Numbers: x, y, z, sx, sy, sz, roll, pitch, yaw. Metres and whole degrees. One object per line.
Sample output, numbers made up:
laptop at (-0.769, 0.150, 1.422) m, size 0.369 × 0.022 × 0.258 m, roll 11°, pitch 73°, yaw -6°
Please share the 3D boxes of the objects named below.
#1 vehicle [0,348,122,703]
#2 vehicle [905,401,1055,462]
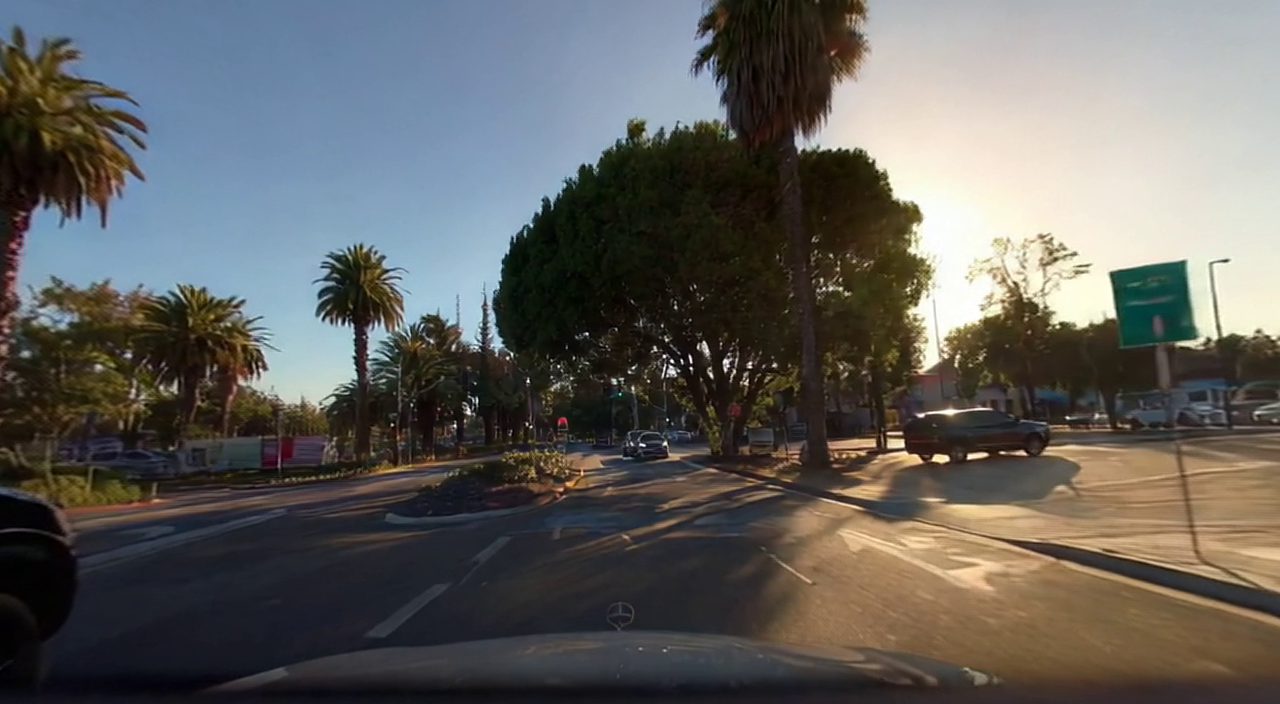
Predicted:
vehicle at (-3.820, 0.613, 1.176) m, size 2.062 × 1.728 × 4.246 m, roll 0°, pitch -9°, yaw 0°
vehicle at (13.223, 3.142, 24.420) m, size 6.059 × 2.082 × 2.703 m, roll 6°, pitch -11°, yaw -37°
